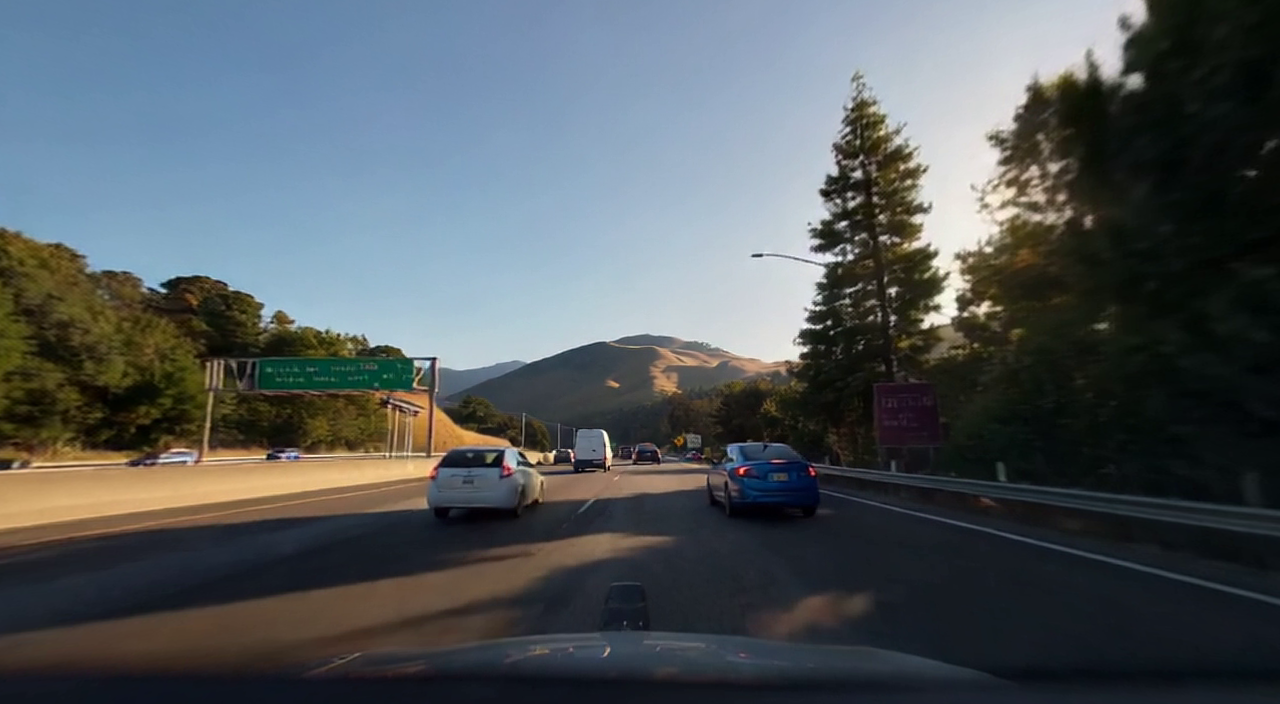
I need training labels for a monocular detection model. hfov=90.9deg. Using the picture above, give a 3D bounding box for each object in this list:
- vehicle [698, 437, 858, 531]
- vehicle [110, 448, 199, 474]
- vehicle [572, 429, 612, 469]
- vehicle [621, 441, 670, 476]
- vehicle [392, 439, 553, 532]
[{"bbox_3d":[2.455,2.478,12.518,2.050,1.491,4.362,0,-8,-2],"label":"vehicle"},{"bbox_3d":[-34.271,7.676,44.752,1.974,1.677,5.416,0,-9,0],"label":"vehicle"},{"bbox_3d":[-3.309,6.862,44.733,2.396,2.664,5.735,0,-9,0],"label":"vehicle"},{"bbox_3d":[0.201,5.527,32.966,2.270,1.660,4.101,0,-8,-4],"label":"vehicle"},{"bbox_3d":[-3.072,2.533,12.622,1.990,1.501,4.250,0,-8,1],"label":"vehicle"}]
